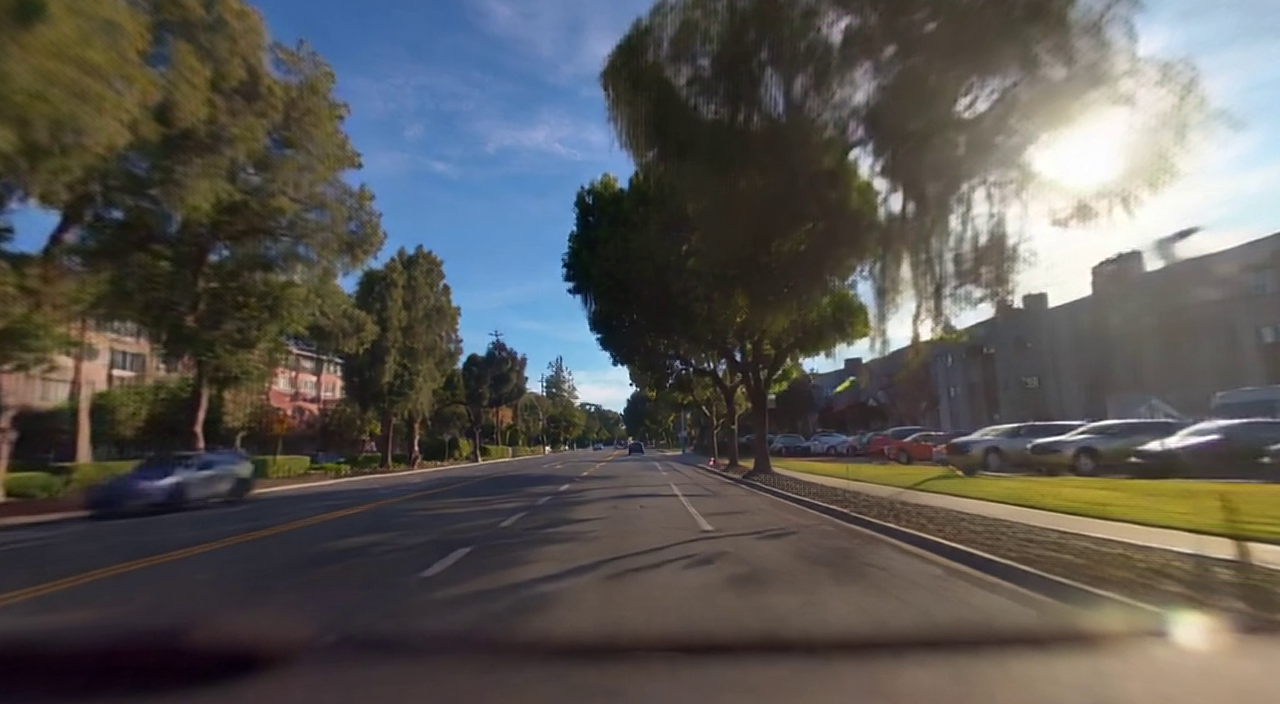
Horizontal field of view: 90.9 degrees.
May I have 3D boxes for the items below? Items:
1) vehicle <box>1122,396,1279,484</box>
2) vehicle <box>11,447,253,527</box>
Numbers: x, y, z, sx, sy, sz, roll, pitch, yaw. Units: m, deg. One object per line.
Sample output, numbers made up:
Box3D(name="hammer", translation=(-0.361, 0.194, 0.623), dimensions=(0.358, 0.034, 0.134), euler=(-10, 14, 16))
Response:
Box3D(name="vehicle", translation=(13.748, 1.945, 13.954), dimensions=(4.482, 1.779, 2.004), euler=(0, -8, -3))
Box3D(name="vehicle", translation=(-11.949, 3.147, 15.398), dimensions=(2.096, 1.509, 4.666), euler=(-2, -8, -1))
